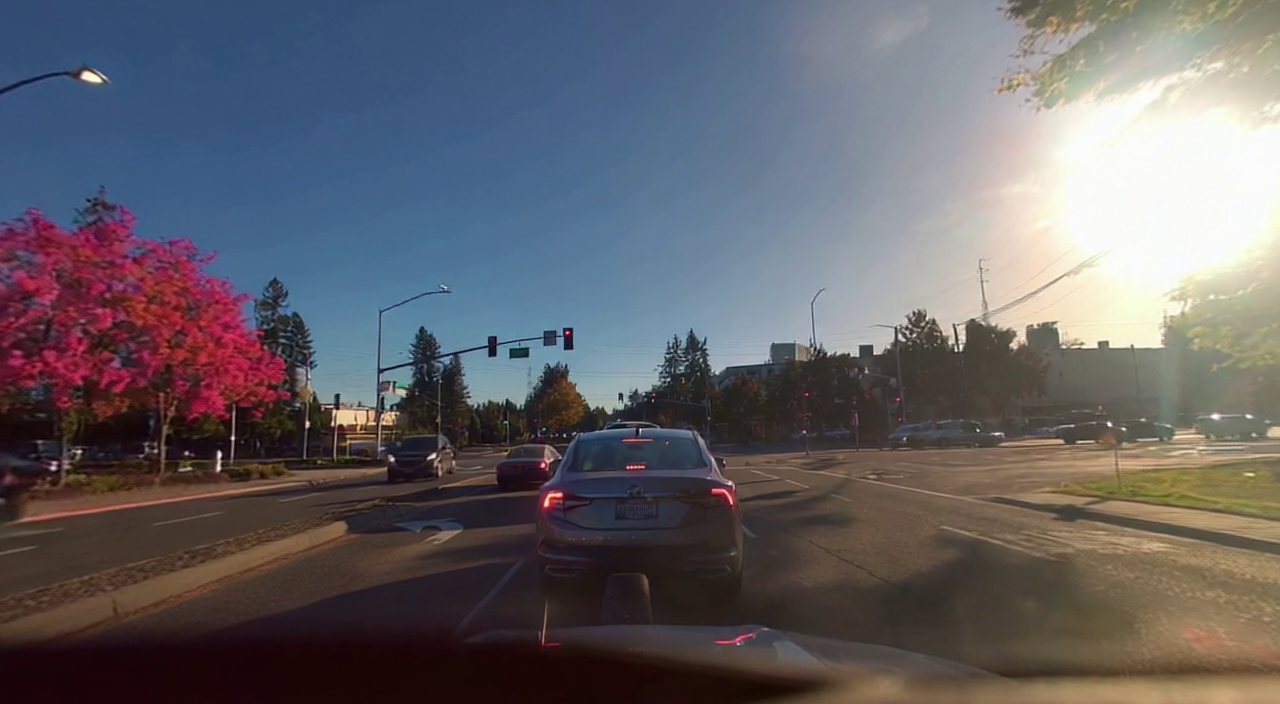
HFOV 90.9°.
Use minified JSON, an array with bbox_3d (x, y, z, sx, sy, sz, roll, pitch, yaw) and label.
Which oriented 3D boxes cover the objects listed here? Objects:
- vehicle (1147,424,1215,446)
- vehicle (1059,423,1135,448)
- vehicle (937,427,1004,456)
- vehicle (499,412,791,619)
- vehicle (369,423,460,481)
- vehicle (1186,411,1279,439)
[{"bbox_3d":[41.104,6.317,47.906,3.573,1.432,1.604,-3,-7,2],"label":"vehicle"},{"bbox_3d":[34.756,6.389,48.038,4.294,1.557,1.744,-4,-7,1],"label":"vehicle"},{"bbox_3d":[18.377,4.960,34.983,2.053,1.495,4.091,-8,-12,44],"label":"vehicle"},{"bbox_3d":[0.011,1.482,6.666,2.112,1.482,4.057,0,-8,-1],"label":"vehicle"},{"bbox_3d":[-8.936,4.001,25.553,2.378,2.084,5.225,1,-8,-8],"label":"vehicle"},{"bbox_3d":[36.315,4.550,38.620,1.848,1.581,4.475,0,-8,3],"label":"vehicle"}]
